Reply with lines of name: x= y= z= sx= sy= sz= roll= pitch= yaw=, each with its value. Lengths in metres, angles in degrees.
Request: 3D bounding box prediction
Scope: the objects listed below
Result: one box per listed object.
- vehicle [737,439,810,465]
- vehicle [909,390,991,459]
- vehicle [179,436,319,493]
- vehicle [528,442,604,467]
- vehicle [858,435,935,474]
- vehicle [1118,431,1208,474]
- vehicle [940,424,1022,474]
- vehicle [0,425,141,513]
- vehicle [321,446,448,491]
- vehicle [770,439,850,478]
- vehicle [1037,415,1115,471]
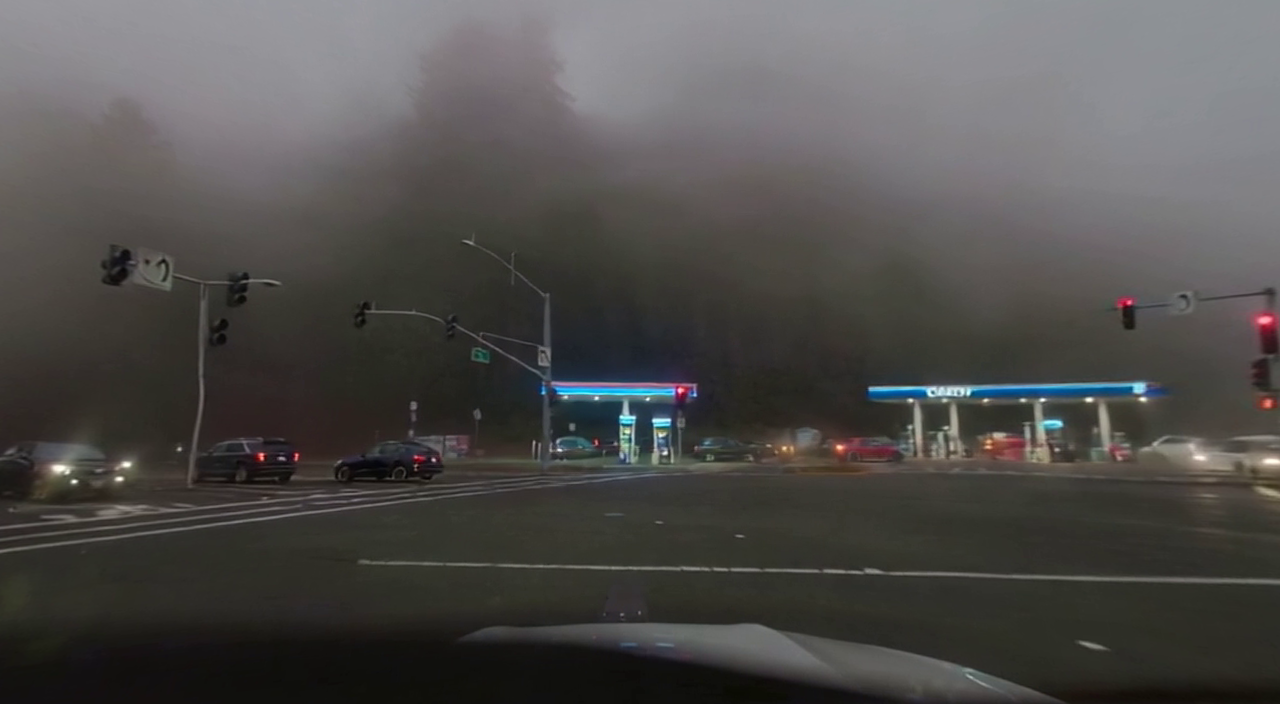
vehicle: x=9.672 y=7.305 z=46.145 sx=4.869 sy=1.751 sz=1.930 roll=-8 pitch=-12 yaw=44
vehicle: x=23.785 y=5.713 z=47.846 sx=3.322 sy=4.512 sz=13.942 roll=-6 pitch=-10 yaw=34
vehicle: x=-13.513 y=3.829 z=21.775 sx=4.616 sy=1.733 sz=2.351 roll=-6 pitch=-11 yaw=35
vehicle: x=-5.168 y=7.147 z=44.325 sx=5.020 sy=1.660 sz=1.819 roll=4 pitch=-10 yaw=-28
vehicle: x=11.515 y=4.575 z=28.189 sx=2.210 sy=1.542 sz=4.501 roll=-8 pitch=-11 yaw=32
vehicle: x=21.511 y=4.092 z=26.177 sx=2.226 sy=1.562 sz=4.422 roll=-6 pitch=-9 yaw=32
vehicle: x=14.782 y=4.160 z=27.156 sx=2.517 sy=1.875 sz=5.774 roll=-6 pitch=-10 yaw=32
vehicle: x=-15.130 y=2.972 z=16.215 sx=4.658 sy=1.911 sz=2.162 roll=-7 pitch=-11 yaw=34
vehicle: x=-9.289 y=4.145 z=22.890 sx=4.581 sy=1.460 sz=1.965 roll=-6 pitch=-10 yaw=34
vehicle: x=8.075 y=4.991 z=29.720 sx=2.210 sy=1.565 sz=4.588 roll=-9 pitch=-12 yaw=31
vehicle: x=19.807 y=4.169 z=28.895 sx=2.486 sy=2.240 sz=5.933 roll=-6 pitch=-10 yaw=32
